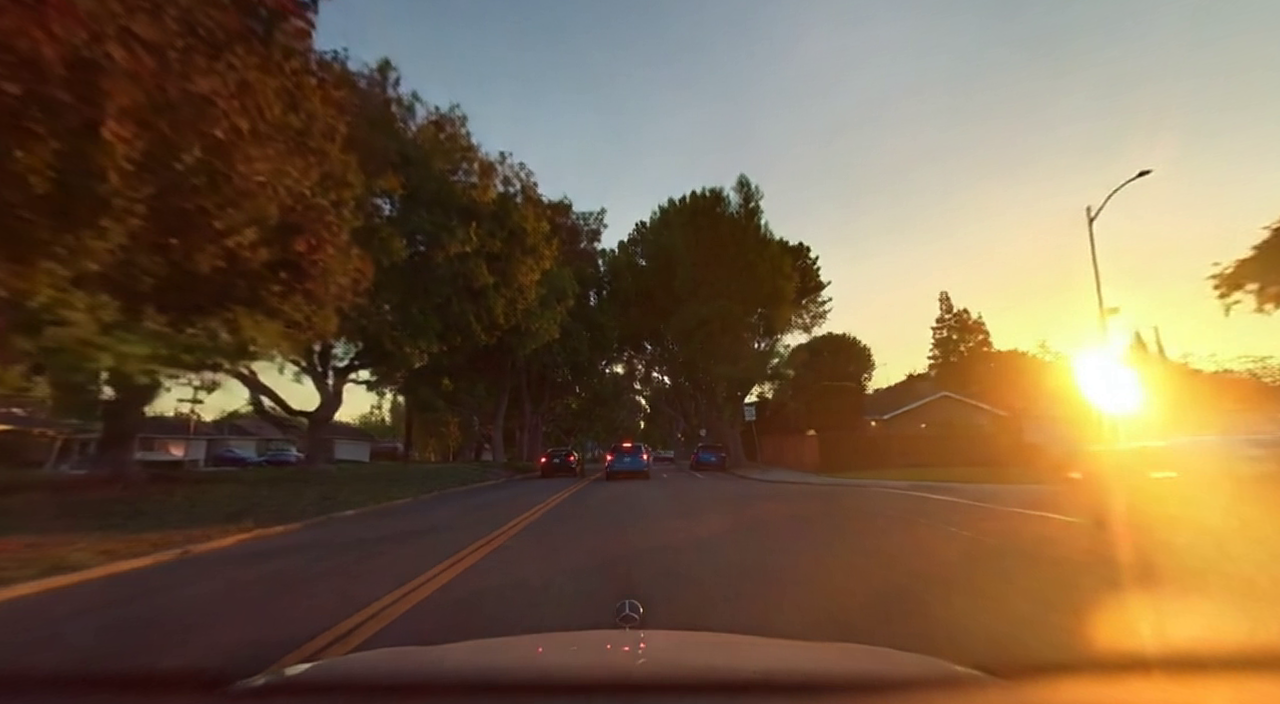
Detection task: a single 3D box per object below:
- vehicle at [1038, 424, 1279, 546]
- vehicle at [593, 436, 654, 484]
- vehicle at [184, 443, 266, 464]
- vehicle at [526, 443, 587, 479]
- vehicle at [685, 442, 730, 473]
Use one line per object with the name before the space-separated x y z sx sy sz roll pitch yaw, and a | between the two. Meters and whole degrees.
vehicle | 9.479 2.175 10.961 4.820 1.677 2.192 5 -10 -31
vehicle | -0.569 4.258 25.076 2.220 1.742 4.047 0 -8 1
vehicle | -32.325 7.905 48.991 4.891 1.538 2.059 0 -9 0
vehicle | -3.600 4.785 27.893 2.032 1.433 4.458 0 -8 1
vehicle | 4.040 6.384 38.405 2.332 1.769 4.518 0 -8 0
